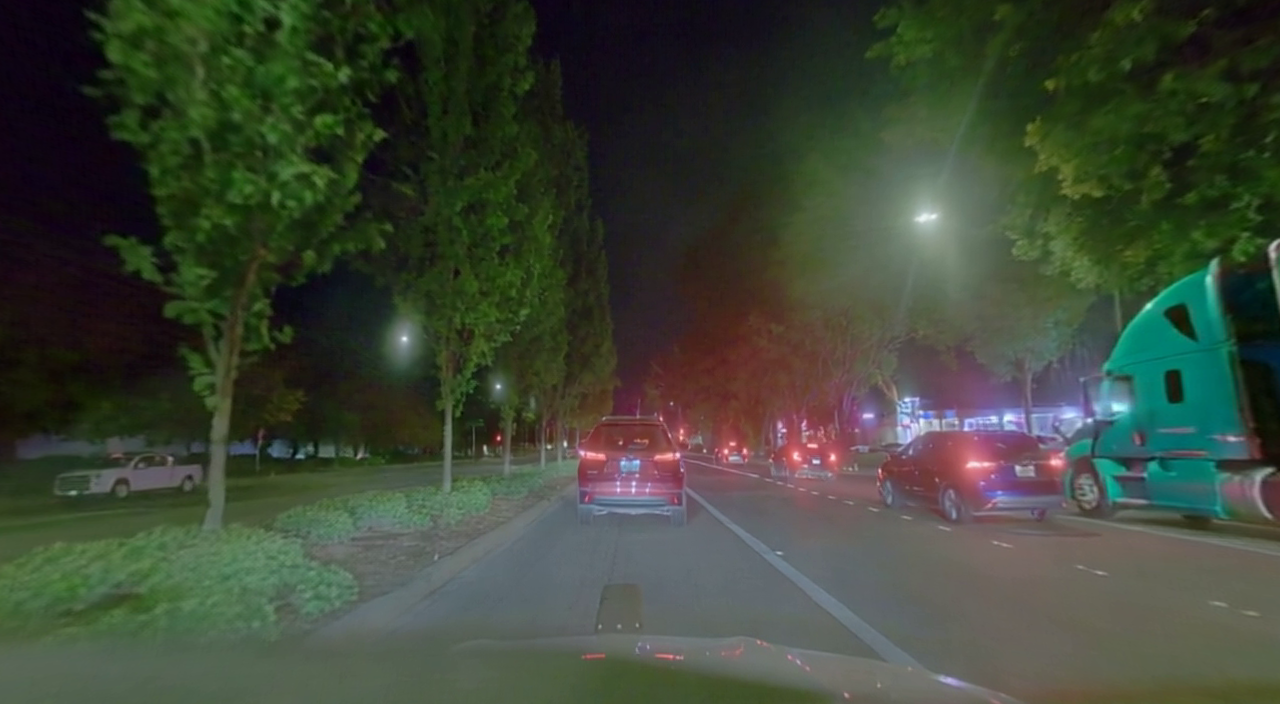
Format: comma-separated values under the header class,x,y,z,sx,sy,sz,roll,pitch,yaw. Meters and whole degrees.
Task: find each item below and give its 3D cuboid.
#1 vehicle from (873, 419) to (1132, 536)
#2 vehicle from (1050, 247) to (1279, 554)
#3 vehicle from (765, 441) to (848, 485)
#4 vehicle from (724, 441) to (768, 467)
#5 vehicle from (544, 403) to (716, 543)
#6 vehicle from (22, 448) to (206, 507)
class,x,y,z,sx,sy,sz,roll,pitch,yaw
vehicle,6.181,2.185,11.597,2.056,1.703,4.428,0,-9,-1
vehicle,9.988,0.678,8.637,3.030,4.019,8.420,0,-9,0
vehicle,6.413,4.305,24.888,2.035,1.553,4.465,0,-9,0
vehicle,6.534,6.349,39.380,1.914,1.523,4.287,0,-9,-1
vehicle,-0.161,1.958,10.744,2.320,1.880,4.192,0,-9,-1
vehicle,-19.292,4.574,23.644,2.302,1.939,5.221,0,-9,1
